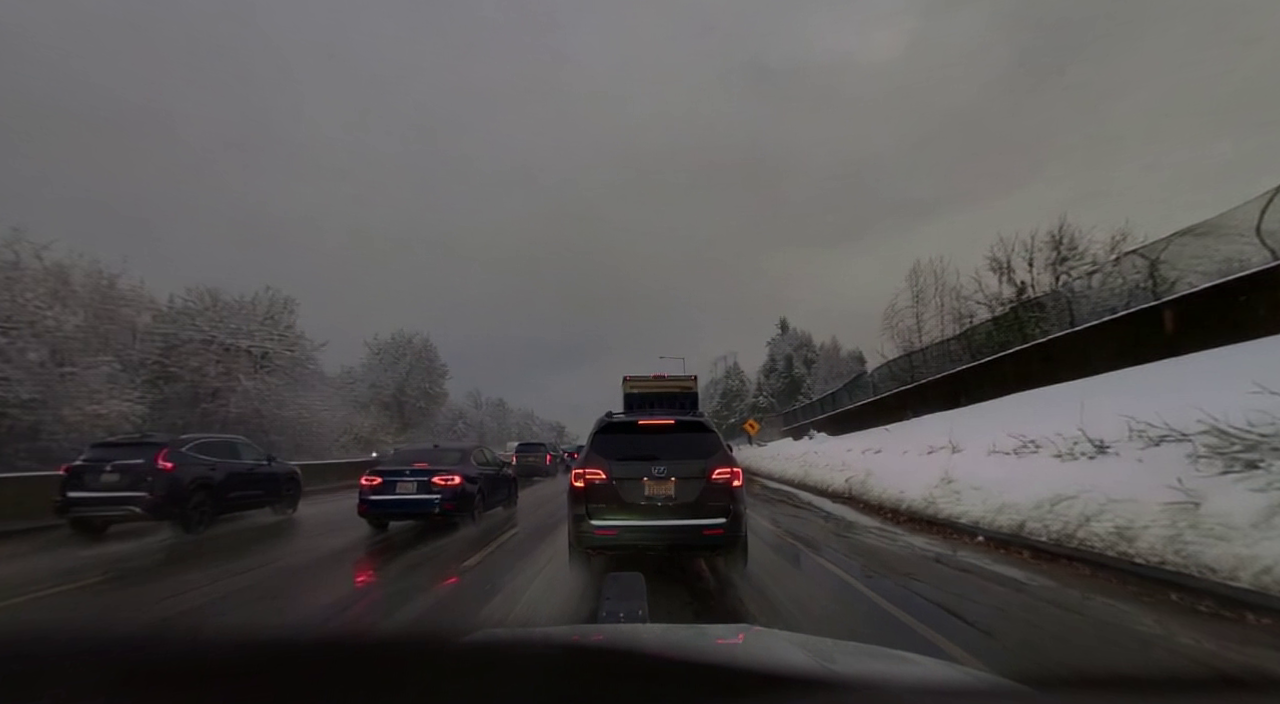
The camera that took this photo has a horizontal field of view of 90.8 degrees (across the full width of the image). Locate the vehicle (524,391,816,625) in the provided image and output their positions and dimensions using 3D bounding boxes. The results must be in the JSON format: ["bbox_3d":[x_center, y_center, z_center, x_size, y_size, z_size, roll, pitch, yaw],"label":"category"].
[{"bbox_3d":[0.198,1.592,7.520,2.210,1.760,5.303,0,-9,-1],"label":"vehicle"}]

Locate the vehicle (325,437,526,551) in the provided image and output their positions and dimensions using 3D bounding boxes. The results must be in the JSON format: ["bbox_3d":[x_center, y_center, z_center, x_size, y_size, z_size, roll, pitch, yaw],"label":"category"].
[{"bbox_3d":[-3.243,2.220,10.508,1.917,1.506,3.949,0,-9,1],"label":"vehicle"}]

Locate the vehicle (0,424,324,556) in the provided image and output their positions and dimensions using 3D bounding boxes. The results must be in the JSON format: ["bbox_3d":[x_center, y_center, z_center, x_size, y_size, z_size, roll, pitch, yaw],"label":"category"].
[{"bbox_3d":[-7.477,2.153,10.544,1.986,1.700,4.558,0,-9,0],"label":"vehicle"}]
